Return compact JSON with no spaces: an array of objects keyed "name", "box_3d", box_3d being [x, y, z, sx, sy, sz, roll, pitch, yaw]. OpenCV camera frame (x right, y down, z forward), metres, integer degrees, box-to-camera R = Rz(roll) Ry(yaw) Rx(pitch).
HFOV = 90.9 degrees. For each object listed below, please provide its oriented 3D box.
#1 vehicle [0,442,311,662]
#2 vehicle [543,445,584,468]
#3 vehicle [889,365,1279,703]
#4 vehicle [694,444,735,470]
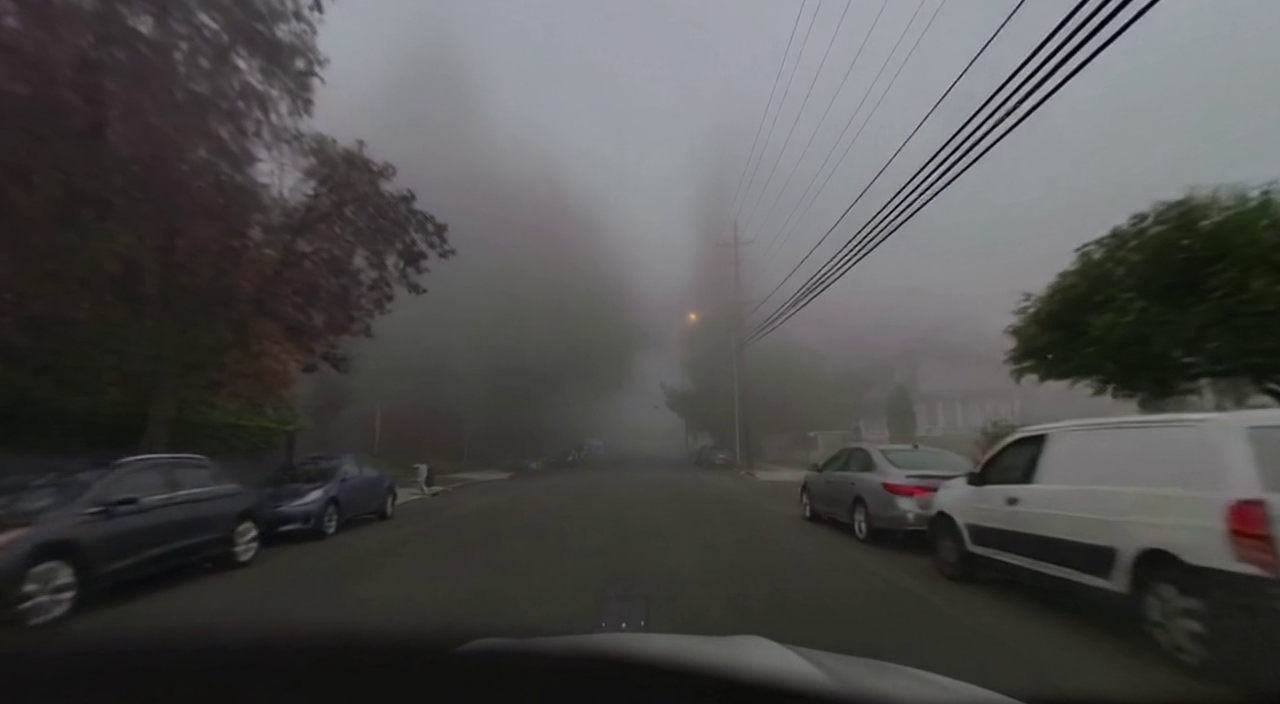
[{"name":"vehicle","box_3d":[-5.435,1.665,6.319,1.904,1.504,4.530,0,-8,-1]},{"name":"vehicle","box_3d":[-5.496,7.577,45.849,2.231,1.492,4.727,0,-8,1]},{"name":"vehicle","box_3d":[4.029,1.244,5.102,1.874,1.747,4.786,0,-9,-3]},{"name":"vehicle","box_3d":[4.296,6.155,37.050,1.851,1.438,4.177,0,-9,0]}]
